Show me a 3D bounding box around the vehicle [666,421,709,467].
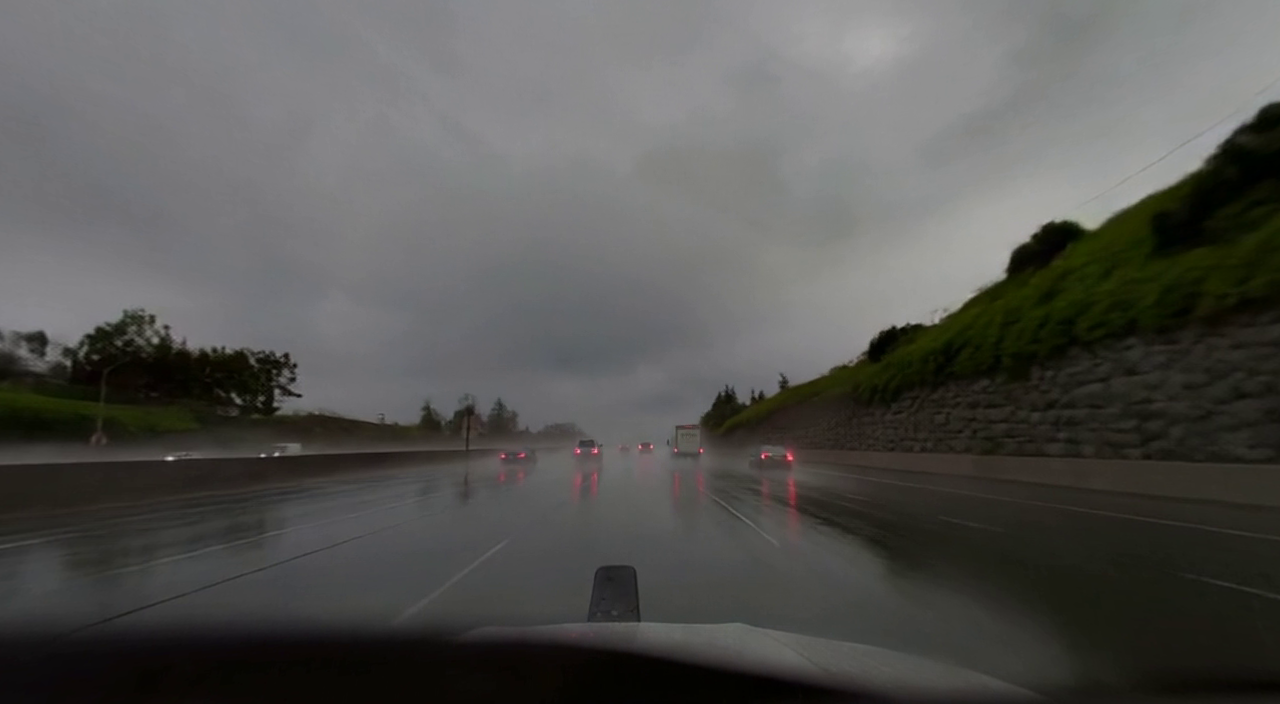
[{"bbox_3d":[3.503,6.994,48.181,2.795,3.187,7.205,0,-8,0],"label":"vehicle"}]

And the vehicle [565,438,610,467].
[{"bbox_3d":[-3.798,7.438,46.894,2.720,2.041,5.432,0,-8,1],"label":"vehicle"}]

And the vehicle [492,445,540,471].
[{"bbox_3d":[-7.744,6.650,39.966,2.102,1.522,4.394,0,-8,0],"label":"vehicle"}]
